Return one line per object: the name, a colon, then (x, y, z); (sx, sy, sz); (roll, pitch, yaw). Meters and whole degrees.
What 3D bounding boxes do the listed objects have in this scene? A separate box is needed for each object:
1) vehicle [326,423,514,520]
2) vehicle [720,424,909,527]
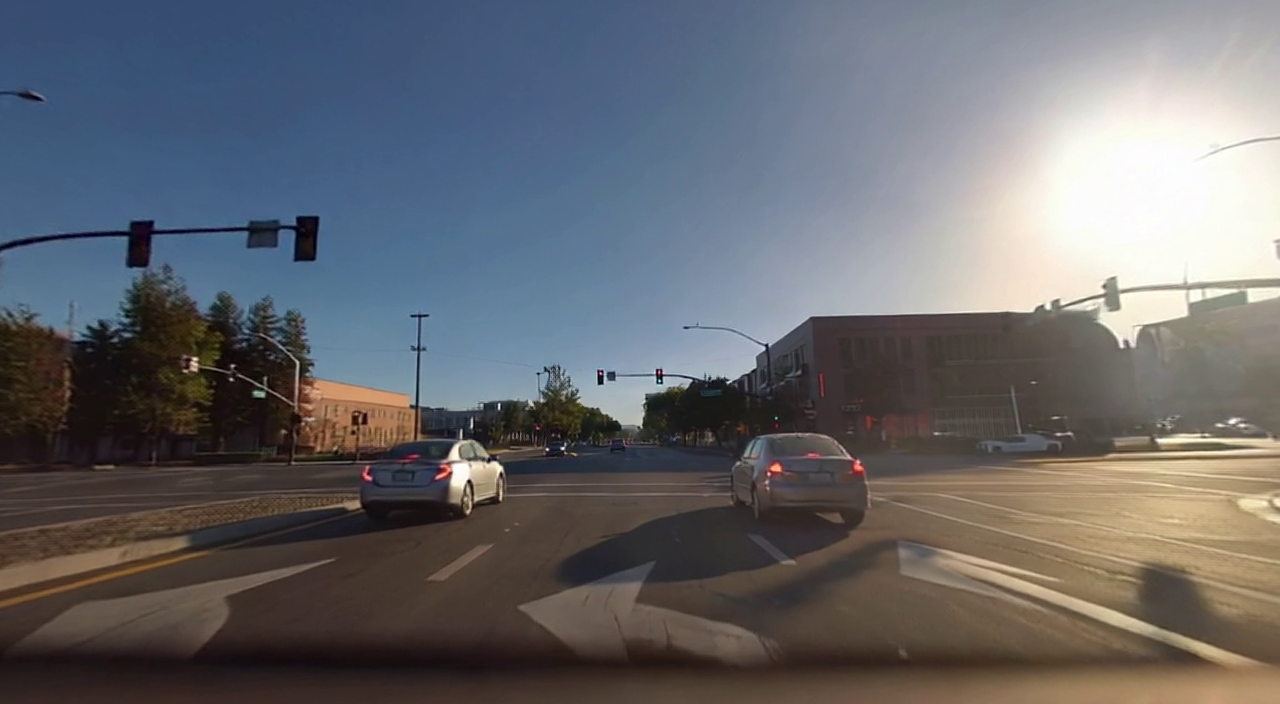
vehicle: (-3.934, 2.227, 12.286); (1.973, 1.526, 4.533); (0, -8, 1)
vehicle: (2.919, 2.207, 11.873); (2.130, 1.524, 4.722); (0, -8, -1)
